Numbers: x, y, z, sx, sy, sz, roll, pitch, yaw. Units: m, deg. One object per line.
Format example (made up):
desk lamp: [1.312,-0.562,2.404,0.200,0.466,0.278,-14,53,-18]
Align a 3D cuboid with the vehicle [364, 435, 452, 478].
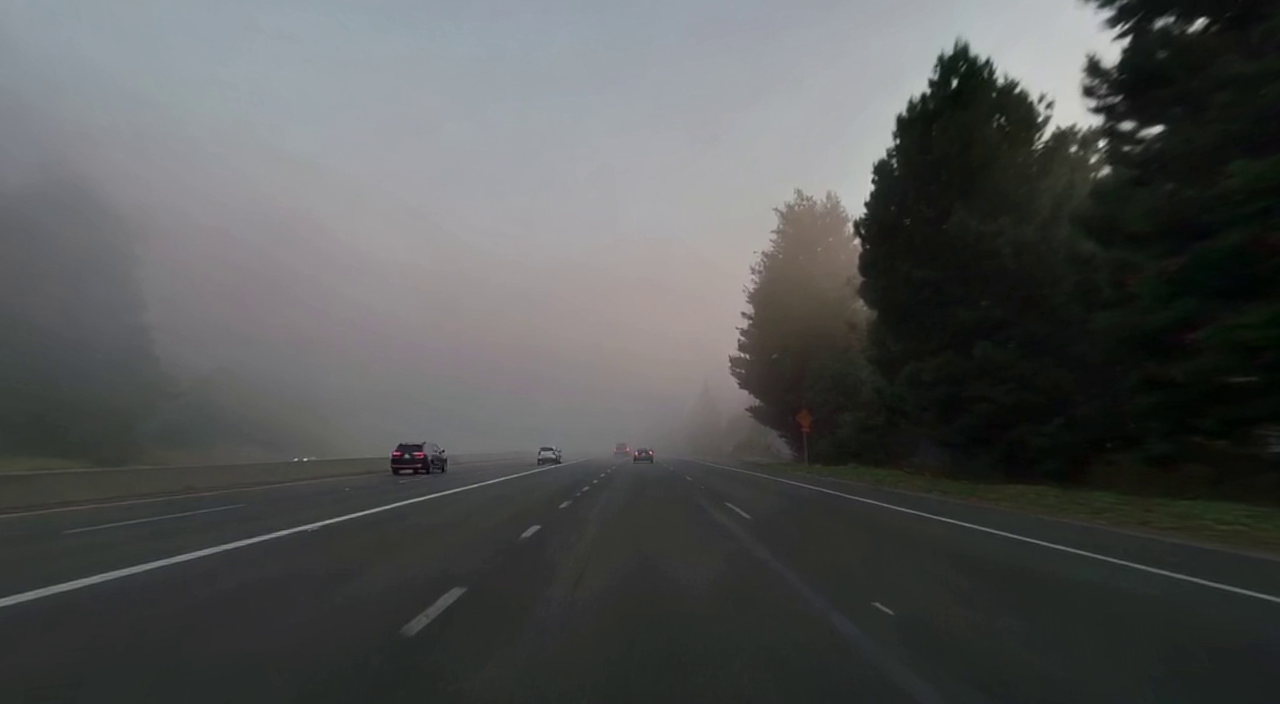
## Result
vehicle: [-10.550,4.790,29.163,2.195,1.795,4.659,0,-9,1]

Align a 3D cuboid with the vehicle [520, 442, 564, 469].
vehicle: [-6.324,6.733,41.208,2.080,1.694,4.279,0,-9,2]
